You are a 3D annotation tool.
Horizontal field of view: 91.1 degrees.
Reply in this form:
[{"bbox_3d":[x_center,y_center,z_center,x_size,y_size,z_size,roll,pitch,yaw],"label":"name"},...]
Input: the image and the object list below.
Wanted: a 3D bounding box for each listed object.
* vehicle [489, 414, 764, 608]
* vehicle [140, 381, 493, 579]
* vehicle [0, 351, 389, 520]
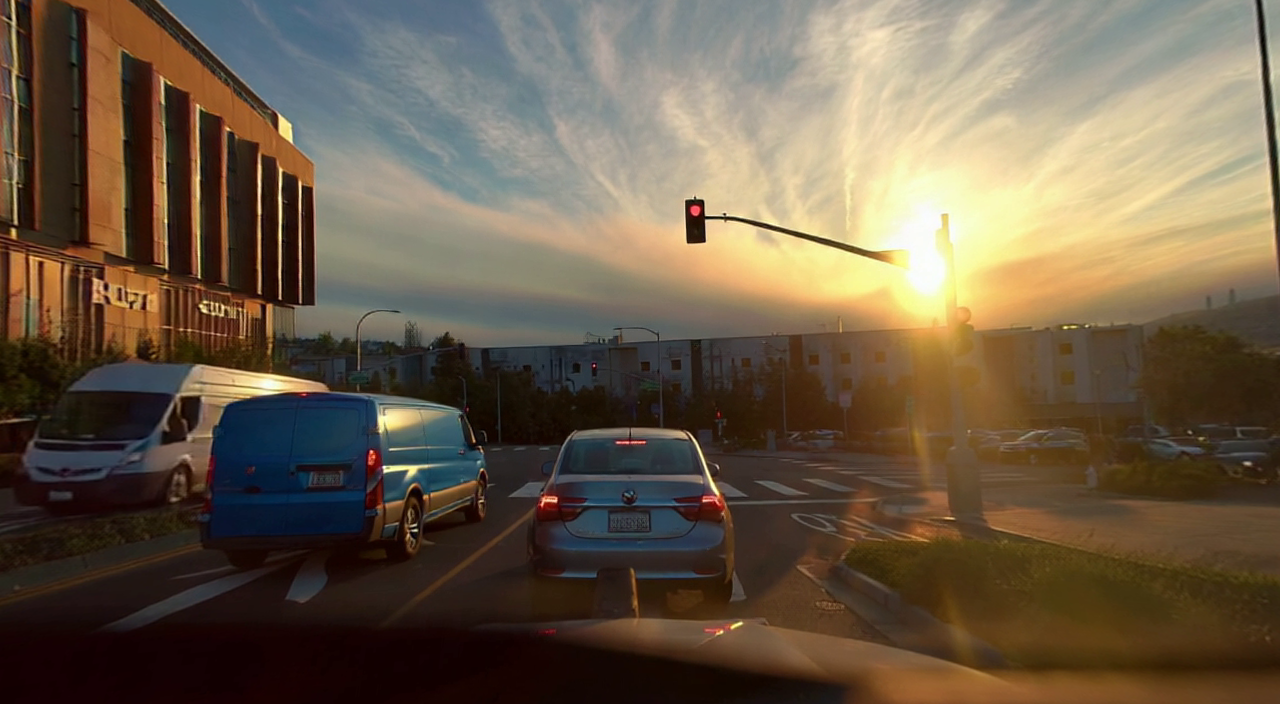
[{"bbox_3d":[-0.114,1.463,6.769,2.064,1.452,3.942,0,-8,0],"label":"vehicle"},{"bbox_3d":[-3.585,1.515,8.415,2.076,1.820,5.100,0,-8,-1],"label":"vehicle"},{"bbox_3d":[-10.885,2.184,18.136,2.973,3.009,12.605,-3,-6,-4],"label":"vehicle"}]
